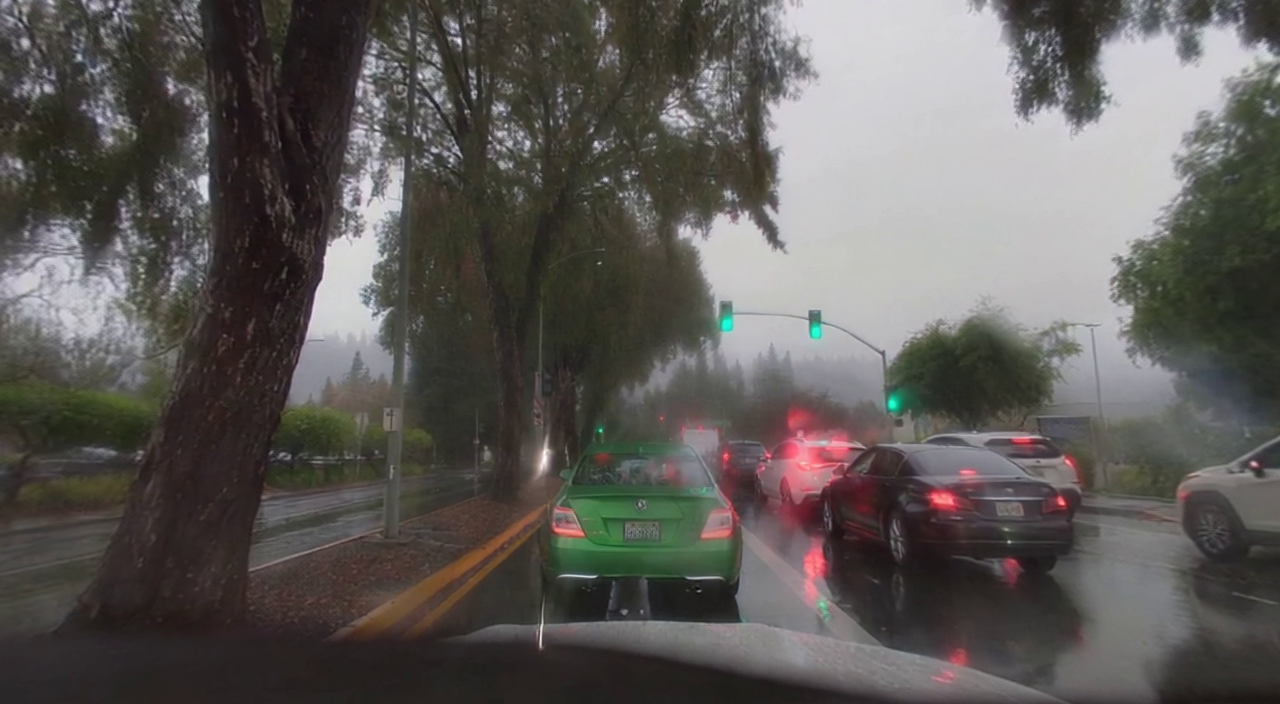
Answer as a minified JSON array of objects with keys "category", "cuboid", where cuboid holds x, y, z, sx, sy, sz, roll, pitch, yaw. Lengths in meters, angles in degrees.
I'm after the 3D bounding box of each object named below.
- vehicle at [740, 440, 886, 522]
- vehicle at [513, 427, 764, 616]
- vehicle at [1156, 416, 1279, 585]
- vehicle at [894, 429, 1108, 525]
[{"category":"vehicle","cuboid":[3.535,2.719,13.816,1.934,1.494,4.446,0,-9,0]},{"category":"vehicle","cuboid":[0.012,1.681,7.097,2.015,1.502,3.898,0,-9,1]},{"category":"vehicle","cuboid":[6.935,1.341,5.574,1.783,1.572,3.421,0,-9,1]},{"category":"vehicle","cuboid":[7.020,2.464,12.892,1.923,1.611,4.094,0,-9,0]}]
